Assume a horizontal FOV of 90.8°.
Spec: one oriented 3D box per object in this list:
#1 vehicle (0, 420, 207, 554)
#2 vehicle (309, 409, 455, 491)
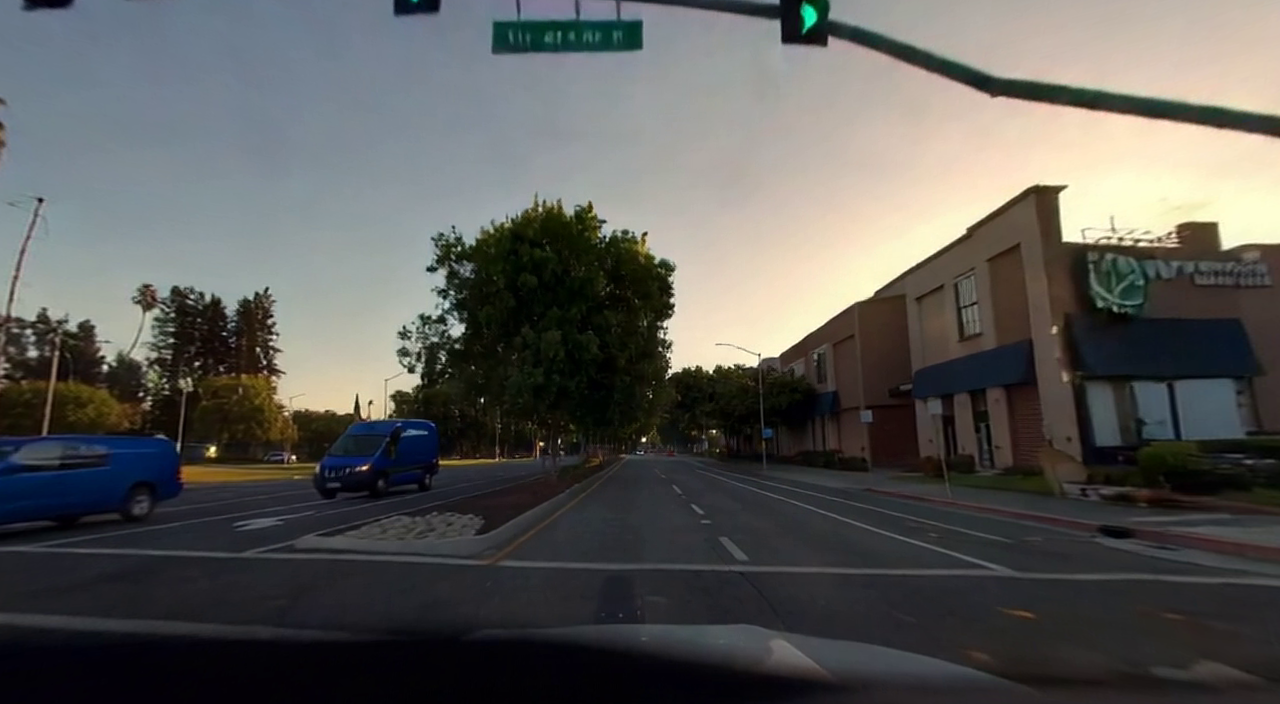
[{"bbox_3d":[-9.165,1.944,9.529,2.074,1.681,4.417,0,-9,0],"label":"vehicle"},{"bbox_3d":[-9.593,3.783,24.519,2.509,2.712,7.034,0,-9,2],"label":"vehicle"}]
